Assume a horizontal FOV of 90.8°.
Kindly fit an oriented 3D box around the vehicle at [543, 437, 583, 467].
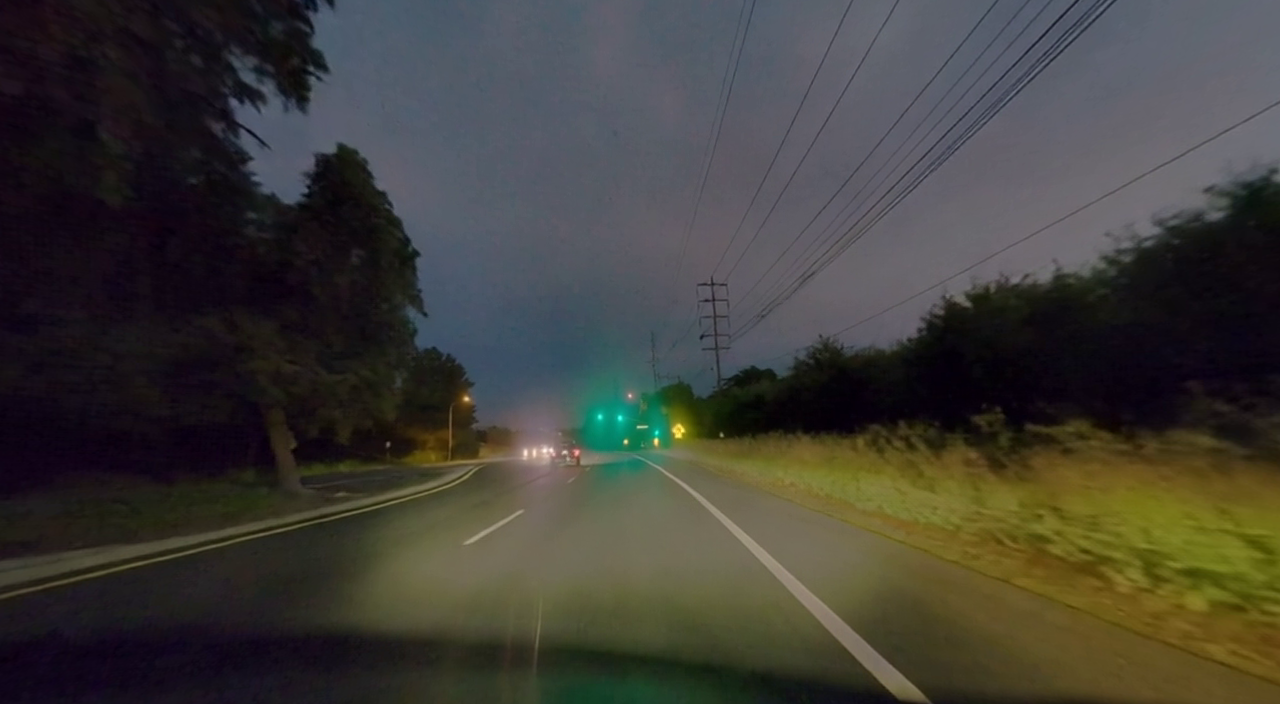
[{"bbox_3d":[-5.143,6.800,43.125,2.246,1.885,5.275,0,-8,-2],"label":"vehicle"}]
